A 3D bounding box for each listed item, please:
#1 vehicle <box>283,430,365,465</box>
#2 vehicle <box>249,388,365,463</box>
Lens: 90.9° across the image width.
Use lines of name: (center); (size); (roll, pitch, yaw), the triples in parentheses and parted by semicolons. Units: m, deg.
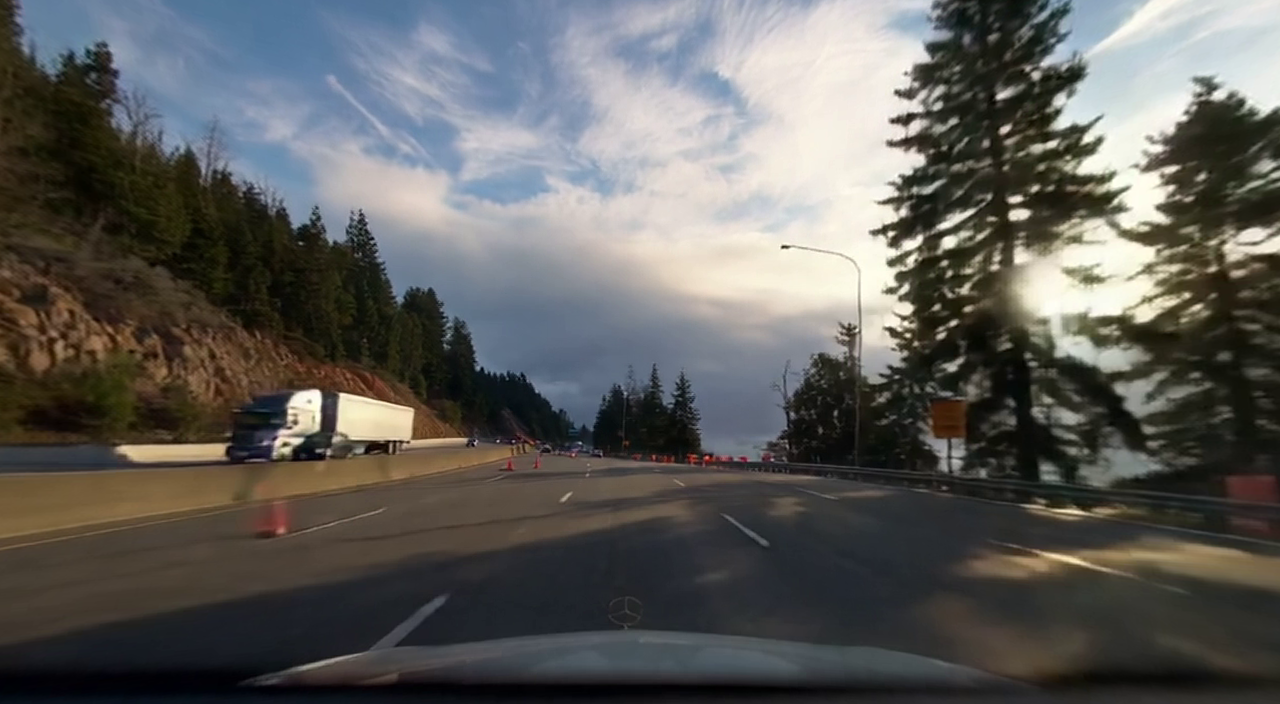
vehicle: (-16.934, 5.164, 34.095); (2.108, 1.766, 4.764); (0, -9, -3)
vehicle: (-20.559, 4.739, 39.691); (3.015, 4.224, 8.233); (0, -9, -3)
